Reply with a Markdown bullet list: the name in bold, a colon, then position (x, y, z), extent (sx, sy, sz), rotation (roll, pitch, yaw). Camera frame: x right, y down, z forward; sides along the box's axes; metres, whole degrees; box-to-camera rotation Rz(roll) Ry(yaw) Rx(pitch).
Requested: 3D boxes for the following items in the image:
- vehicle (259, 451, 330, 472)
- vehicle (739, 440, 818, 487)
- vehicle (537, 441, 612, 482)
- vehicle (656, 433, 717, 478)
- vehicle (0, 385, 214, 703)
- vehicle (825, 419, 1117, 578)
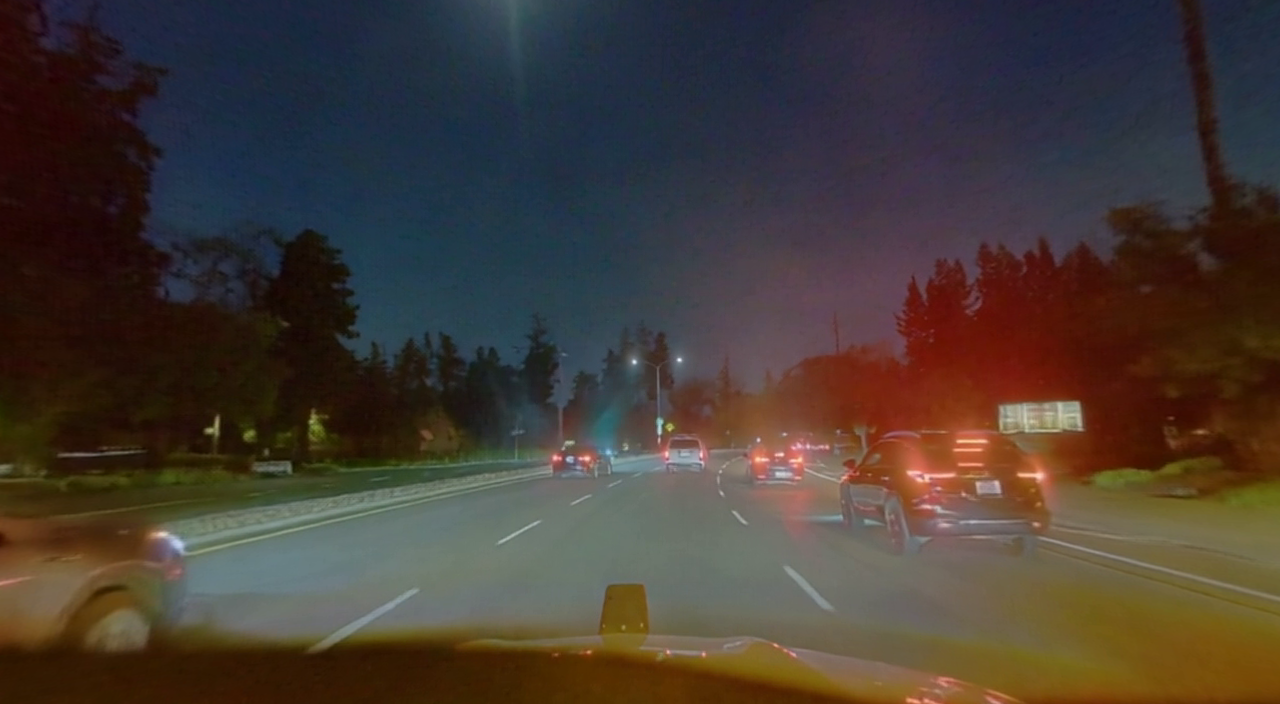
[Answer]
- **vehicle**: position (-25.760, 8.150, 47.002), extent (4.565, 1.478, 1.989), rotation (-3, -9, 18)
- **vehicle**: position (4.720, 3.854, 22.148), extent (2.117, 1.472, 4.158), rotation (-1, -9, 4)
- **vehicle**: position (-2.470, 4.291, 25.037), extent (2.006, 1.464, 4.586), rotation (-1, -9, 7)
- **vehicle**: position (2.111, 4.475, 27.384), extent (2.250, 1.768, 4.574), rotation (-2, -9, 9)
- **vehicle**: position (-3.641, 0.698, 1.312), extent (2.169, 1.468, 4.716), rotation (0, -9, 1)
- **vehicle**: position (3.767, 1.705, 7.980), extent (1.859, 1.540, 3.454), rotation (-1, -9, 2)
